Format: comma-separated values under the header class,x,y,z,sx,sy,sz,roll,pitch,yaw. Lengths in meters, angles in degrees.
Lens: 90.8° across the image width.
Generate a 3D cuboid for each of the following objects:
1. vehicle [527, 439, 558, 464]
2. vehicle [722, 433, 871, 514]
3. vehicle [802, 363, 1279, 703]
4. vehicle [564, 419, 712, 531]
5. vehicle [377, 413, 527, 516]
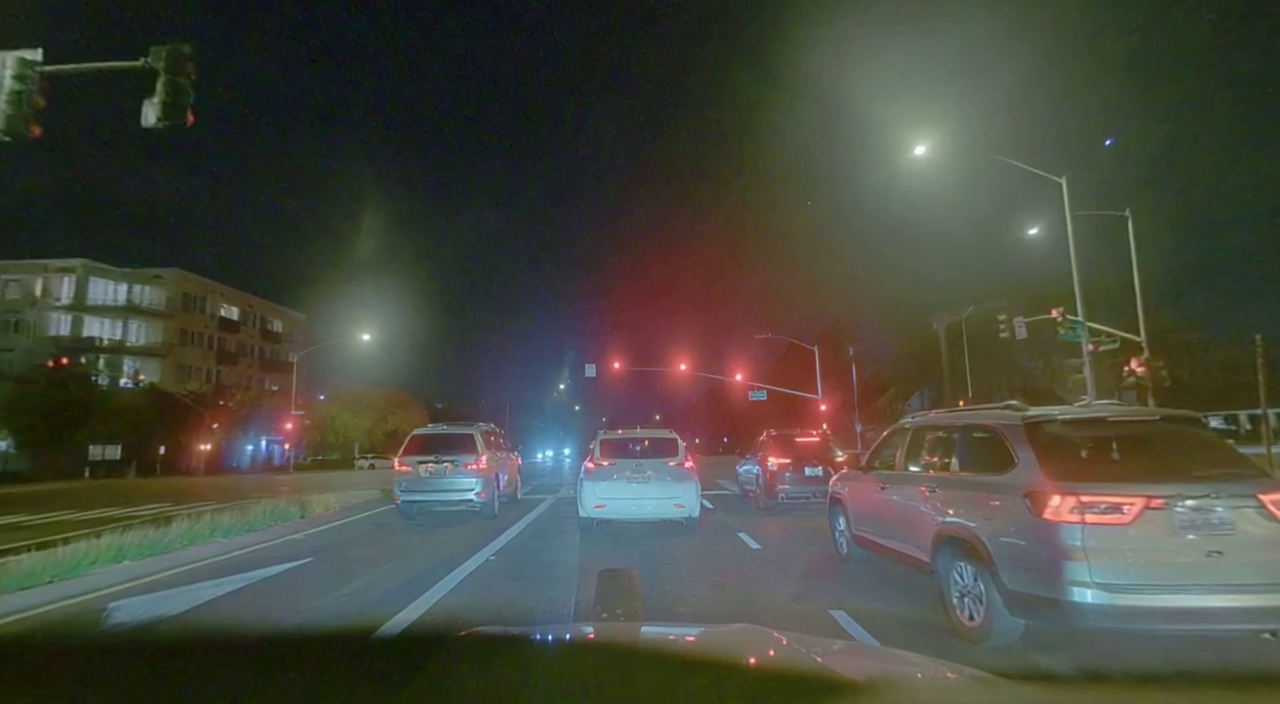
class,x,y,z,sx,sy,sz,roll,pitch,yaw
vehicle,-6.919,7.102,45.283,2.037,1.705,4.677,1,-9,-7
vehicle,3.153,2.557,13.794,2.001,1.463,4.398,0,-8,-2
vehicle,3.022,1.218,5.283,2.103,1.701,4.294,0,-8,-1
vehicle,-0.080,2.128,11.436,2.188,1.637,4.027,0,-8,-1
vehicle,-3.774,2.349,13.628,2.021,1.837,4.448,0,-8,-2
